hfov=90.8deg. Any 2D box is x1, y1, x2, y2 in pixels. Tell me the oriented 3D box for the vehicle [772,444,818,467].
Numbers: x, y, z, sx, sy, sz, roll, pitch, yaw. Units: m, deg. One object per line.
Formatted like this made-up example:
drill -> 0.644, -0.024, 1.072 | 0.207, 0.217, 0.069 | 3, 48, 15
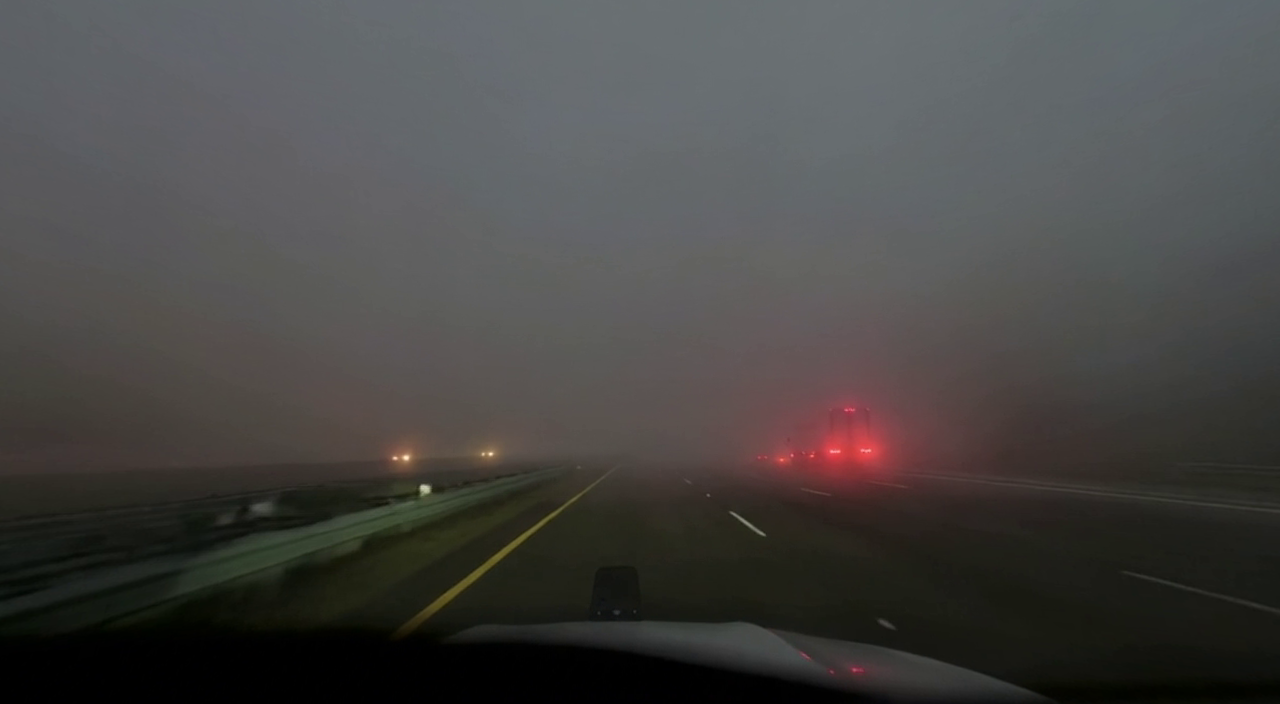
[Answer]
vehicle -> 11.181, 7.477, 45.828 | 2.229, 1.599, 4.253 | 0, -8, 0
